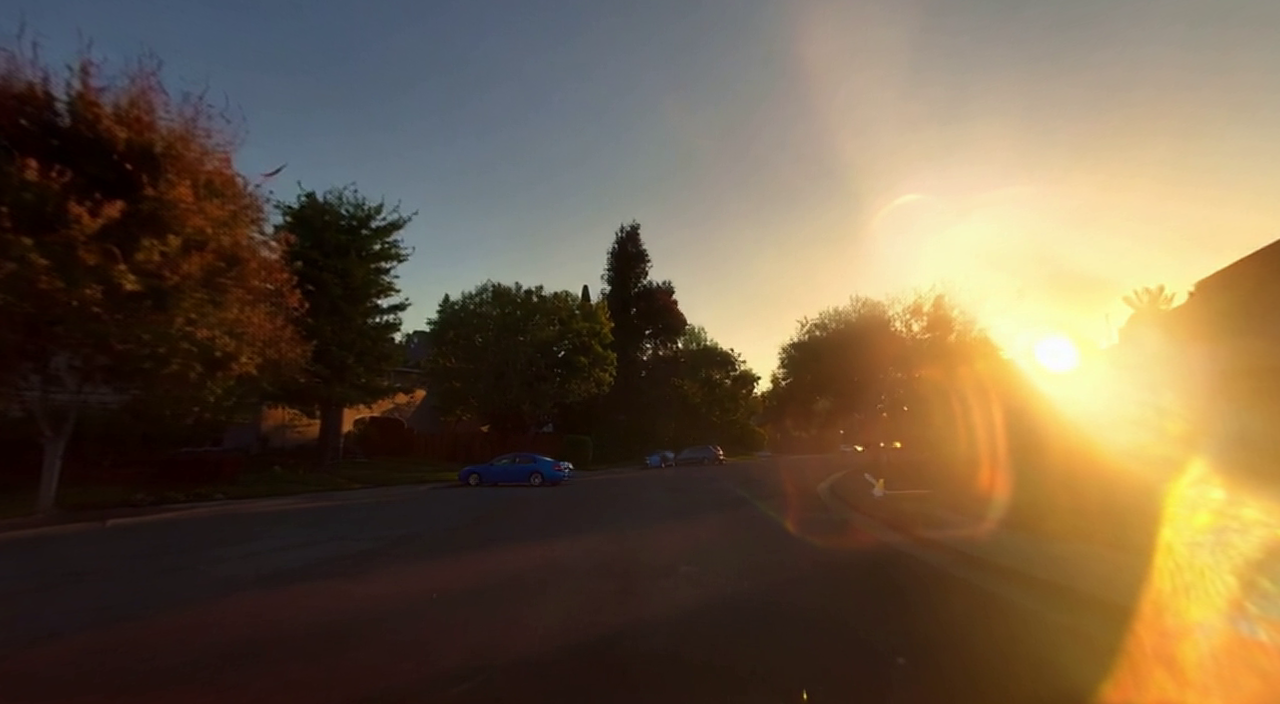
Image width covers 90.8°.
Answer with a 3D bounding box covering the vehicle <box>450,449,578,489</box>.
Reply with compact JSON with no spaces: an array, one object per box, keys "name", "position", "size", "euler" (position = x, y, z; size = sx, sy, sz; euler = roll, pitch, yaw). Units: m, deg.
[{"name":"vehicle","position":[-5.046,4.670,25.551],"size":[4.653,1.480,1.871],"euler":[-2,-9,12]}]
